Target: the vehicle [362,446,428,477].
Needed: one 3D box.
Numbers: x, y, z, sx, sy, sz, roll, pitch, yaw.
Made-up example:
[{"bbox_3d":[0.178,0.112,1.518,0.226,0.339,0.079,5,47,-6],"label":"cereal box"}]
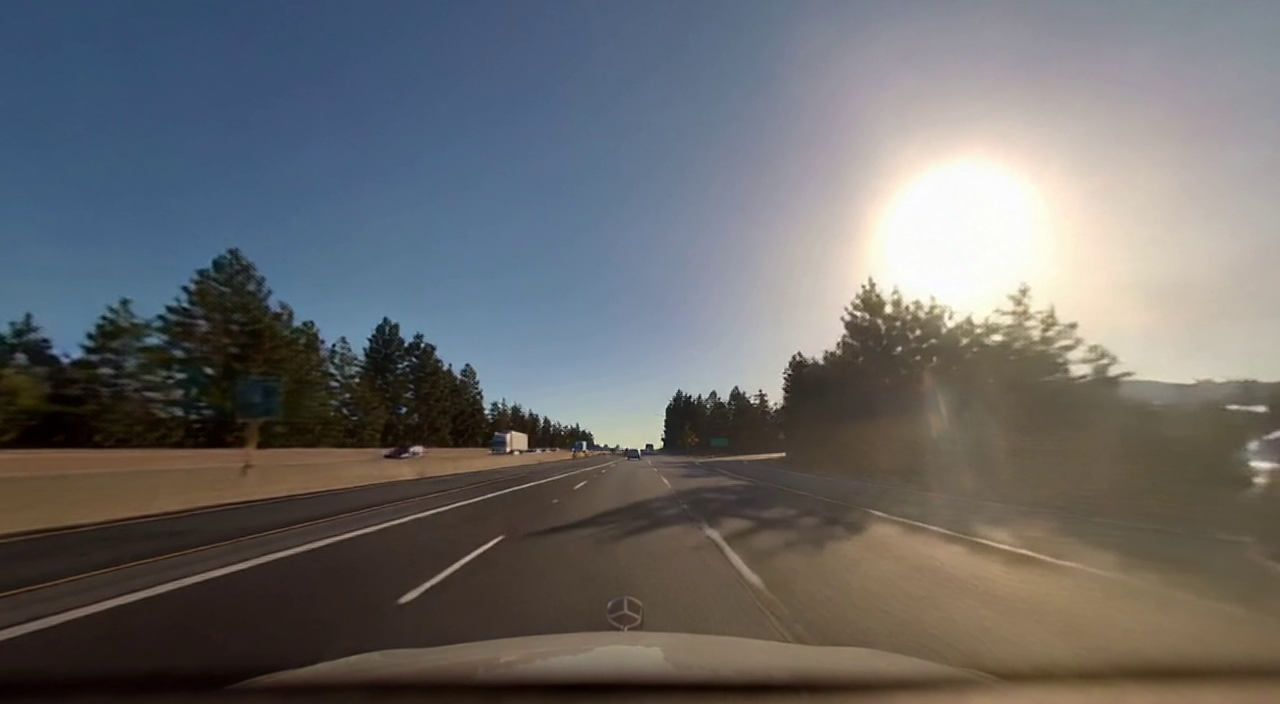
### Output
[{"bbox_3d":[-15.401,6.879,40.024,2.108,1.829,4.841,0,-9,1],"label":"vehicle"}]
